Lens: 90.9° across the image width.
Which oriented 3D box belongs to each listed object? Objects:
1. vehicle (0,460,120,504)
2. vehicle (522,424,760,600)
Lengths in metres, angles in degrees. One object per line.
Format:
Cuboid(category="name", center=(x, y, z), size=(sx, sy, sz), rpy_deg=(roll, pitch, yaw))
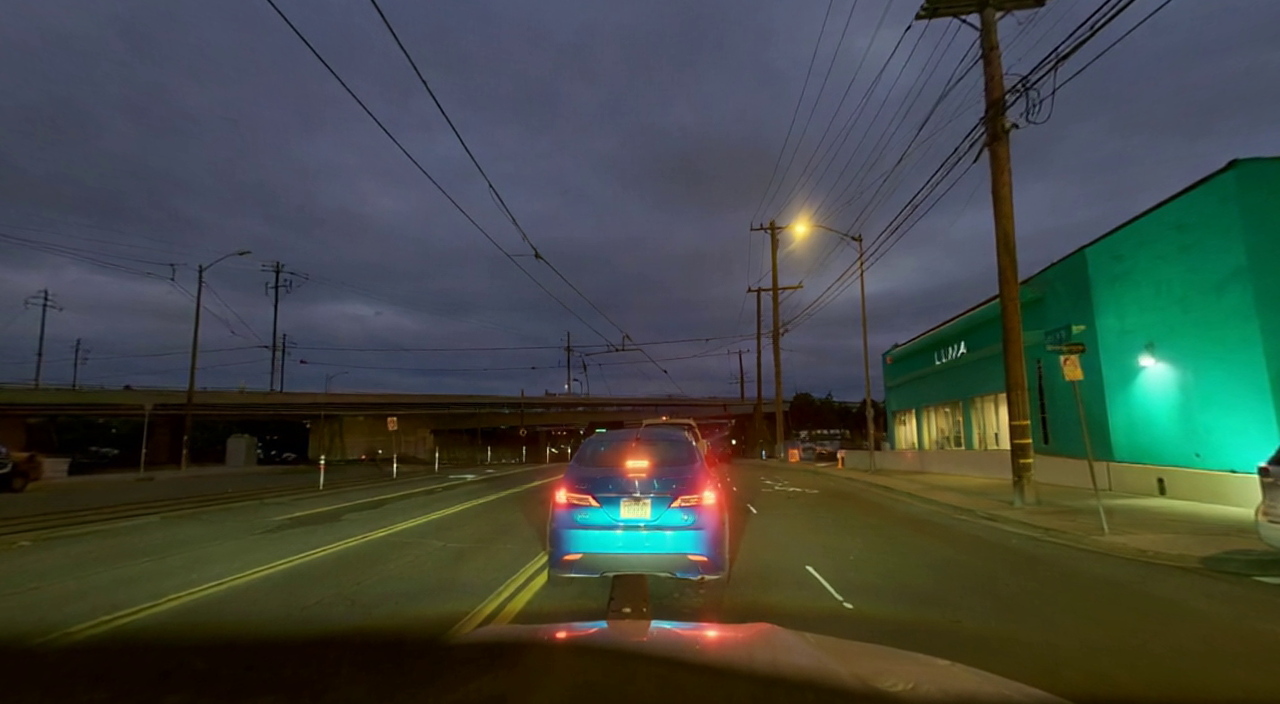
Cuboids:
Cuboid(category="vehicle", center=(-21.937, 4.675, 22.841), size=(4.566, 1.453, 1.935), rpy_deg=(-1, -9, 5))
Cuboid(category="vehicle", center=(0.094, 1.710, 7.619), size=(2.090, 1.518, 4.033), rpy_deg=(-1, -9, 3))
